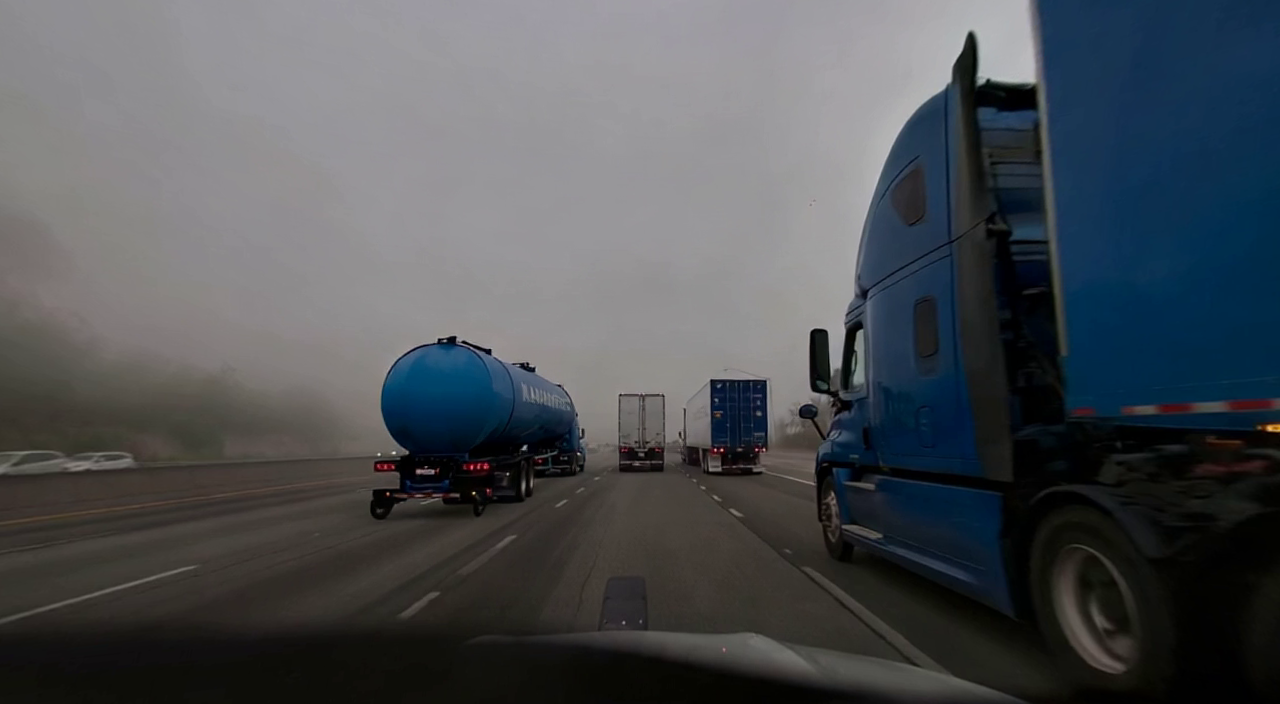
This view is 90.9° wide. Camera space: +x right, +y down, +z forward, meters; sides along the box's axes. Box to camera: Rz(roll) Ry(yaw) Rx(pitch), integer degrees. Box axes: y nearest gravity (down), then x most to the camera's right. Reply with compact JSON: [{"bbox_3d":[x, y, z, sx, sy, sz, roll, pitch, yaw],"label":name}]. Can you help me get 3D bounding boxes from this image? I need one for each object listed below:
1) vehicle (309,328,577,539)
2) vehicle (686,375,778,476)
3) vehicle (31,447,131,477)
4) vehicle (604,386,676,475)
[{"bbox_3d":[-3.537,2.011,15.198,2.786,3.228,11.082,0,-8,1],"label":"vehicle"},{"bbox_3d":[4.332,4.087,33.431,2.887,4.178,14.553,0,-8,1],"label":"vehicle"},{"bbox_3d":[-34.914,6.853,39.556,2.220,1.725,4.363,0,-8,0],"label":"vehicle"},{"bbox_3d":[0.152,4.703,36.506,3.097,3.856,18.209,0,-8,1],"label":"vehicle"}]
